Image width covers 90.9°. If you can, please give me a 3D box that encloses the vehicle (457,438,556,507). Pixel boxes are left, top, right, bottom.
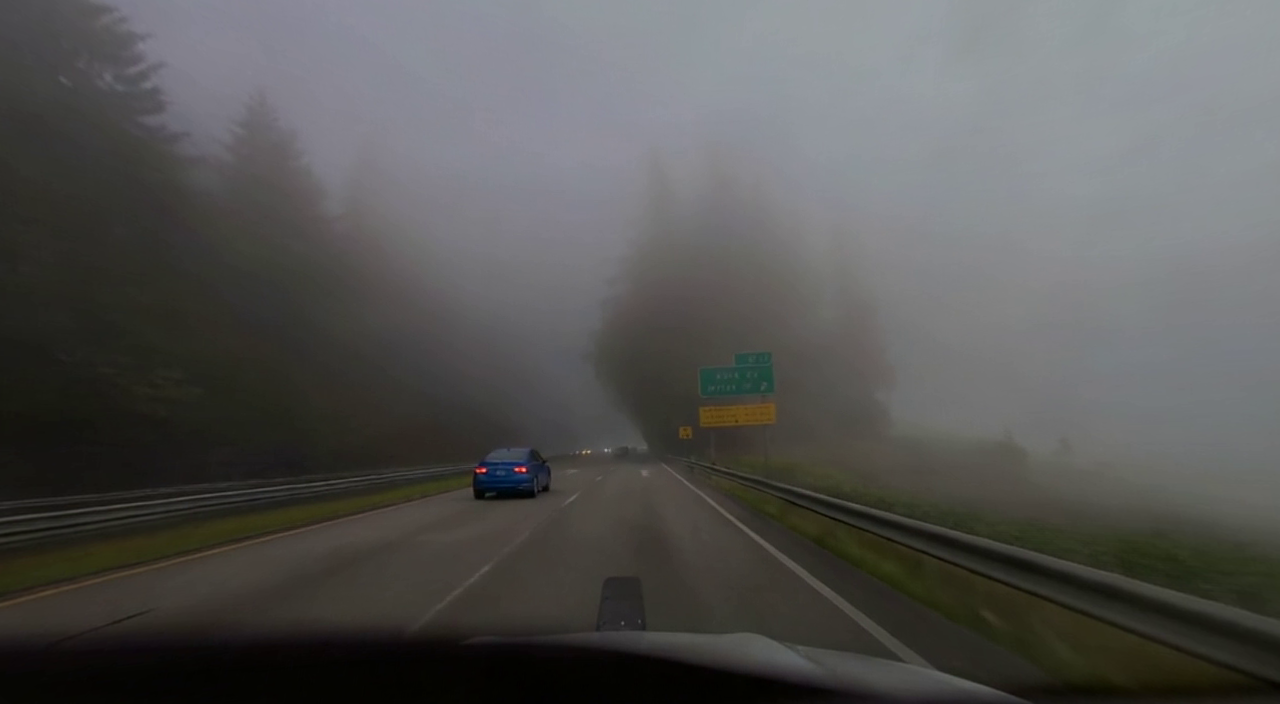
[{"bbox_3d":[-3.251,2.999,16.053,1.675,1.537,3.574,-1,-9,1],"label":"vehicle"}]
